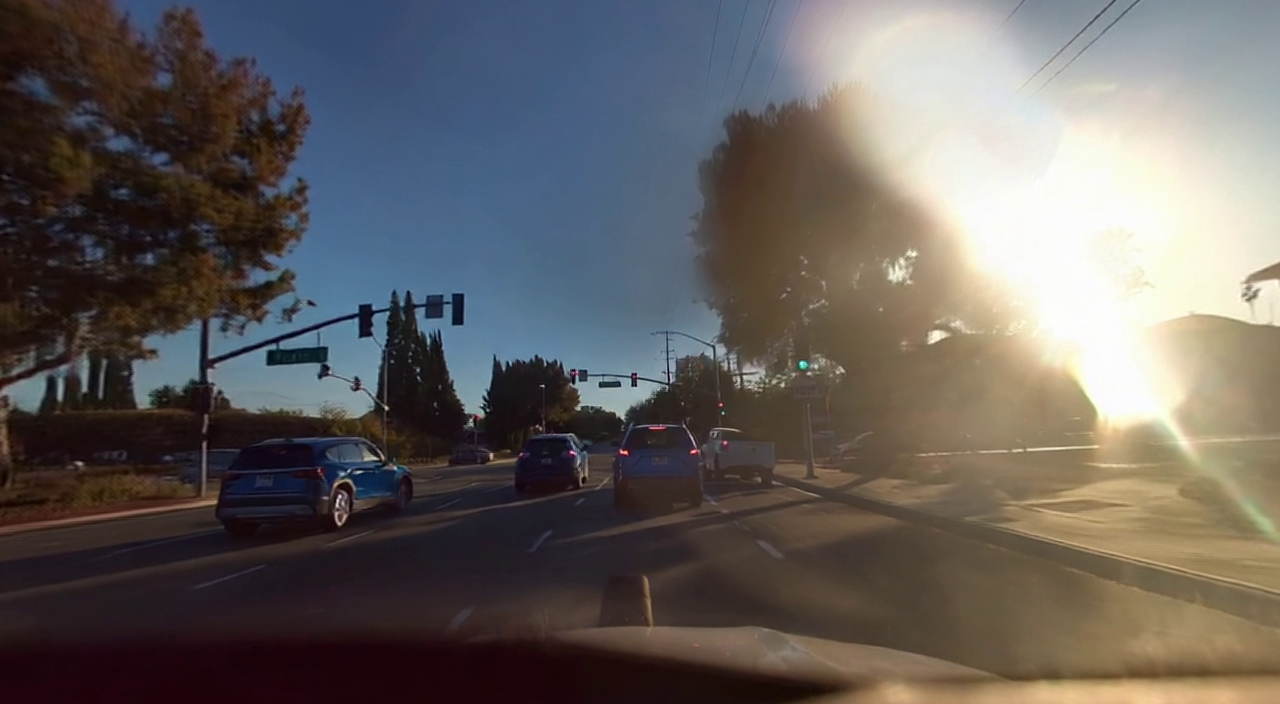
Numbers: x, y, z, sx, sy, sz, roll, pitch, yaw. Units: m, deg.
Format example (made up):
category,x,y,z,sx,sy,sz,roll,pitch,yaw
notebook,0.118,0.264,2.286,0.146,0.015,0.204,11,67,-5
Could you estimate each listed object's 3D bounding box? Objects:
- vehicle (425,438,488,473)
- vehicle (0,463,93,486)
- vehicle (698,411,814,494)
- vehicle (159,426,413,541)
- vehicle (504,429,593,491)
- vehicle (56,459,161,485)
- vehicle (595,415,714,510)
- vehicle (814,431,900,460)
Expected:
category,x,y,z,sx,sy,sz,roll,pitch,yaw
vehicle,-9.985,5.564,34.072,2.108,1.689,4.316,2,-9,-33
vehicle,-40.374,8.284,42.682,4.689,1.461,1.882,0,-9,-2
vehicle,3.184,2.951,18.740,2.338,2.063,5.672,0,-9,0
vehicle,-6.036,2.279,11.586,2.052,1.664,4.476,0,-9,0
vehicle,-2.691,3.311,19.603,2.058,1.659,4.514,0,-9,0
vehicle,-32.022,7.219,38.086,4.554,1.449,1.949,0,-9,0
vehicle,0.259,2.416,14.080,2.235,1.778,4.178,0,-9,0
vehicle,14.404,6.225,42.036,4.983,1.560,1.841,-4,-8,0
